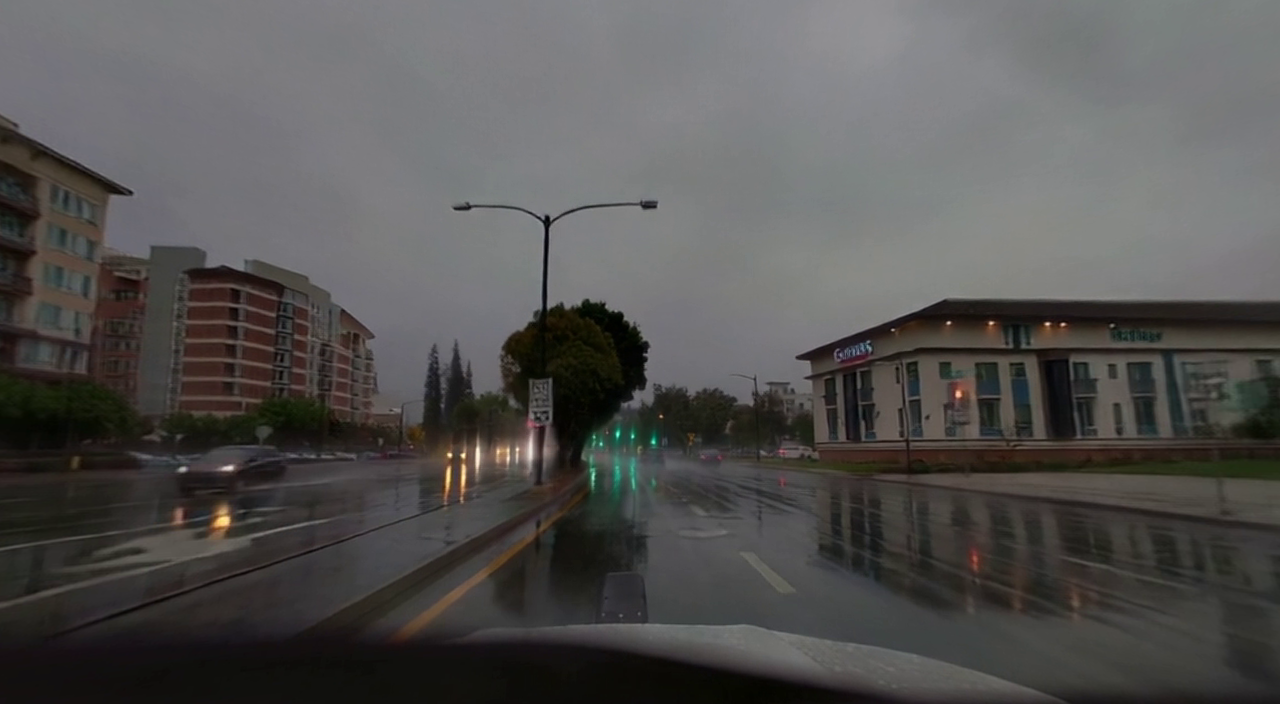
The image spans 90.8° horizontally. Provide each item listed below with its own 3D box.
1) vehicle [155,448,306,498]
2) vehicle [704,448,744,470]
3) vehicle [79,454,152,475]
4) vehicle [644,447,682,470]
[{"bbox_3d":[-13.430,3.954,21.145,1.946,1.441,4.661,0,-9,0],"label":"vehicle"},{"bbox_3d":[5.760,7.396,43.984,1.932,1.439,4.159,0,-9,-4],"label":"vehicle"},{"bbox_3d":[-40.001,8.548,48.343,1.789,1.445,4.752,0,-9,-5],"label":"vehicle"},{"bbox_3d":[1.493,7.267,43.261,2.020,1.479,4.650,0,-9,-5],"label":"vehicle"}]
